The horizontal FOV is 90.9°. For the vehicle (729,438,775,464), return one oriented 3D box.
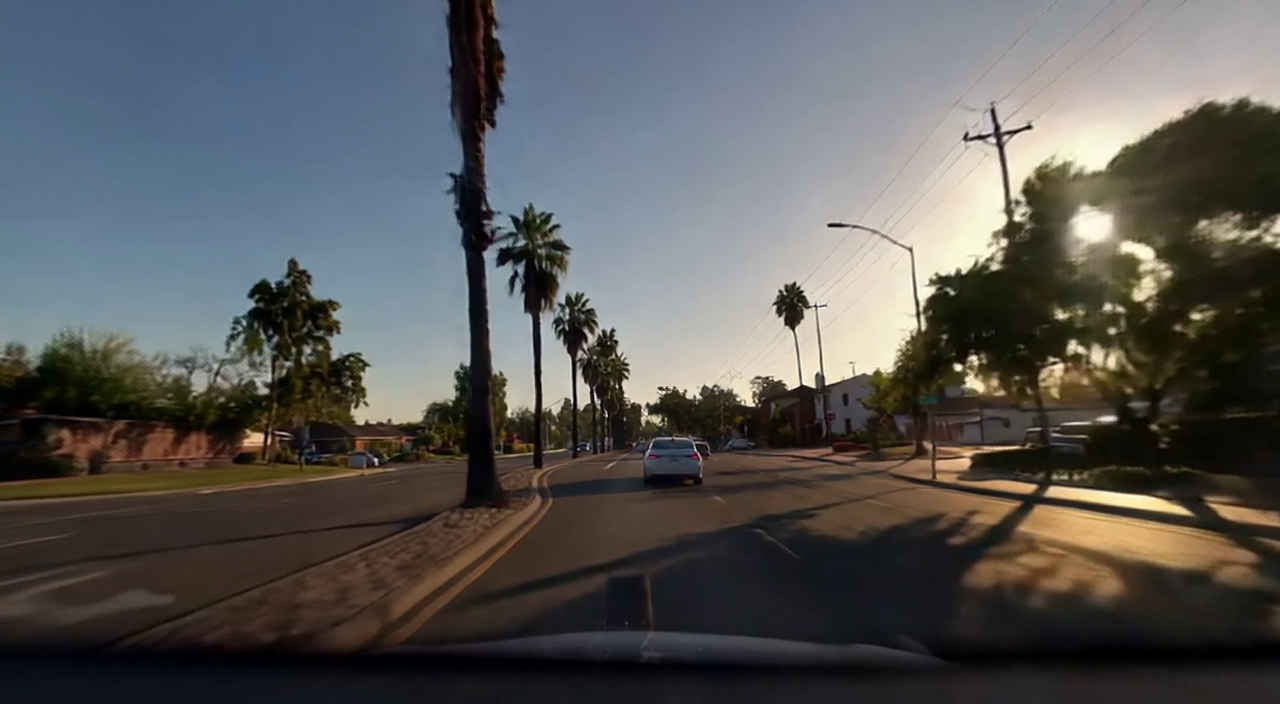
[{"bbox_3d":[6.641,5.932,37.803,1.897,1.477,4.360,0,-8,-1],"label":"vehicle"}]

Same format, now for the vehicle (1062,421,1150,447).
[{"bbox_3d":[32.753,5.829,44.484,1.946,1.740,4.813,2,-9,-10],"label":"vehicle"}]

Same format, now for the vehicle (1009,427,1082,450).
[{"bbox_3d":[27.655,5.931,43.080,1.781,1.520,3.979,2,-9,-13],"label":"vehicle"}]

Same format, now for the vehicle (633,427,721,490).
[{"bbox_3d":[0.978,3.208,19.252,2.289,1.679,4.180,0,-8,-2],"label":"vehicle"}]
